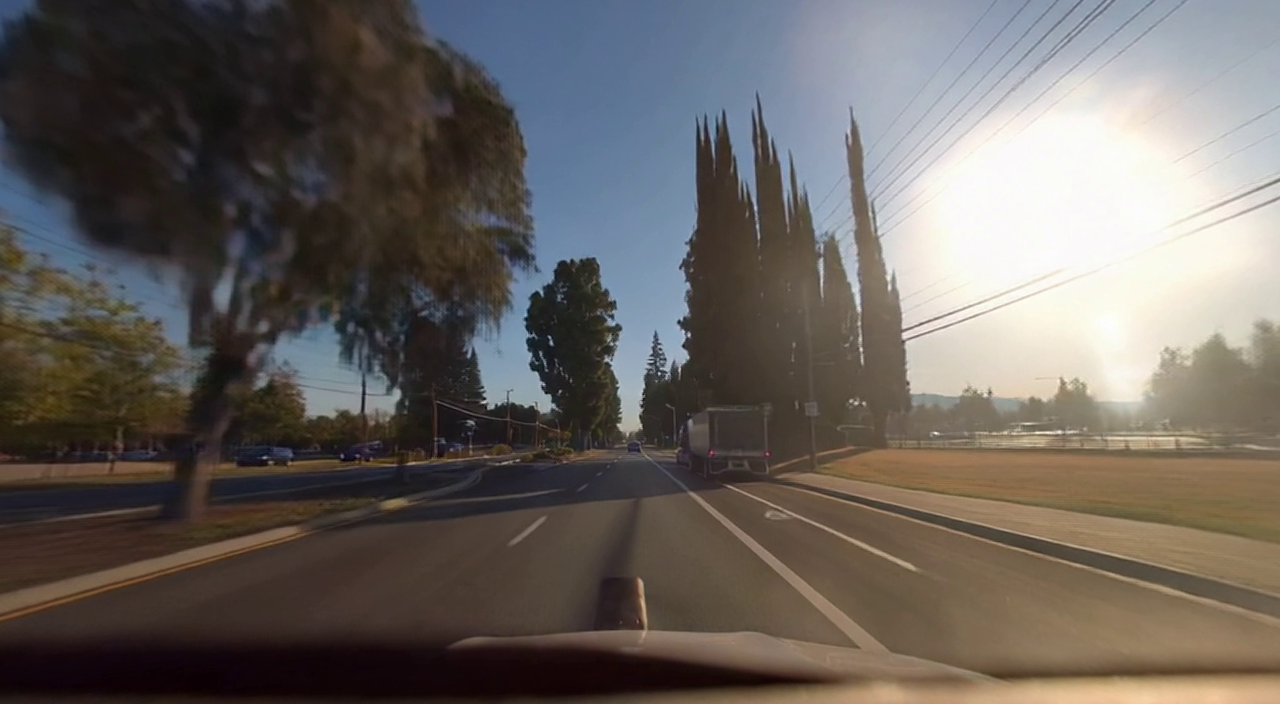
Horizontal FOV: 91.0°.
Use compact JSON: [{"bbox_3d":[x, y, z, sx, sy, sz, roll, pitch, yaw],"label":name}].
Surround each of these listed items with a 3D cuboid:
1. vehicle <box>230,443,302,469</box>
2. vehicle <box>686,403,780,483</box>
[{"bbox_3d":[-26.025,7.241,44.021,1.950,1.658,4.576,0,-8,4],"label":"vehicle"},{"bbox_3d":[3.662,3.856,26.609,2.706,2.880,7.117,1,-8,-1],"label":"vehicle"}]
